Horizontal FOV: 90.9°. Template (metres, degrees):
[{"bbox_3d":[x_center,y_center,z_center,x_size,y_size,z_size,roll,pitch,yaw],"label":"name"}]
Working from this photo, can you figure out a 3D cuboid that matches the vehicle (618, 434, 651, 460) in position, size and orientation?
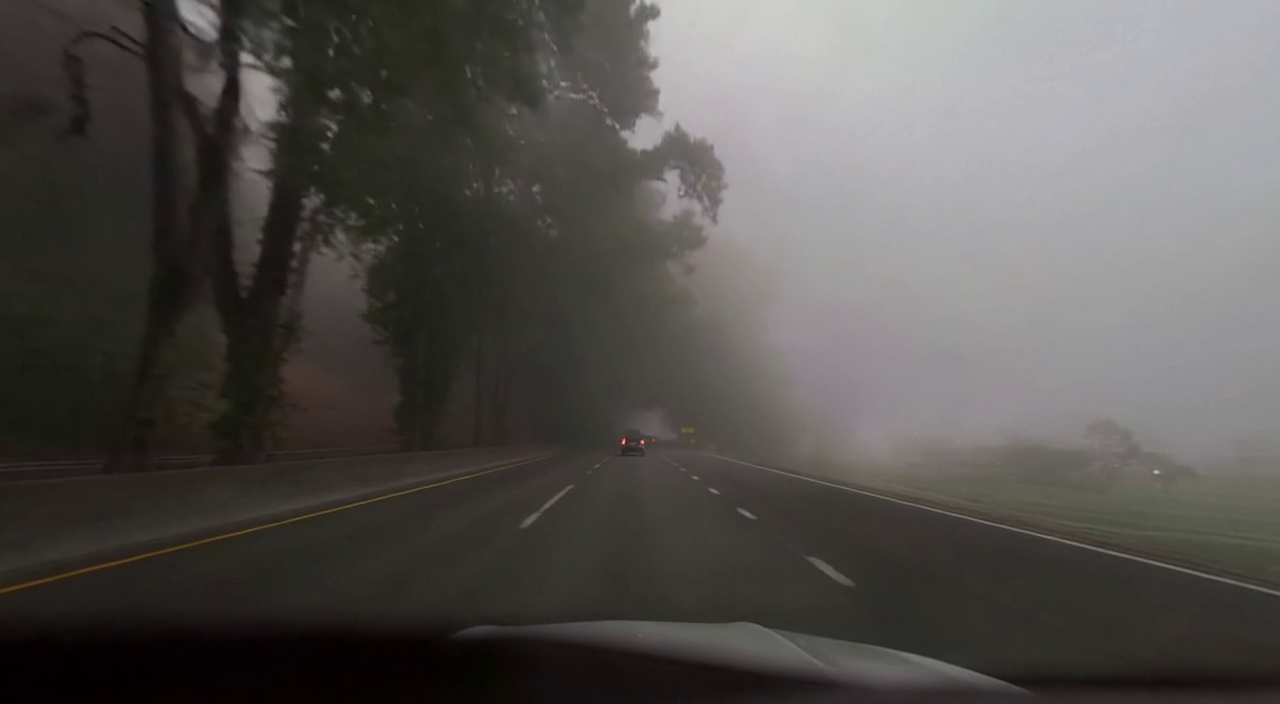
[{"bbox_3d":[-0.384,6.448,43.098,2.094,1.653,4.283,0,-8,-1],"label":"vehicle"}]
